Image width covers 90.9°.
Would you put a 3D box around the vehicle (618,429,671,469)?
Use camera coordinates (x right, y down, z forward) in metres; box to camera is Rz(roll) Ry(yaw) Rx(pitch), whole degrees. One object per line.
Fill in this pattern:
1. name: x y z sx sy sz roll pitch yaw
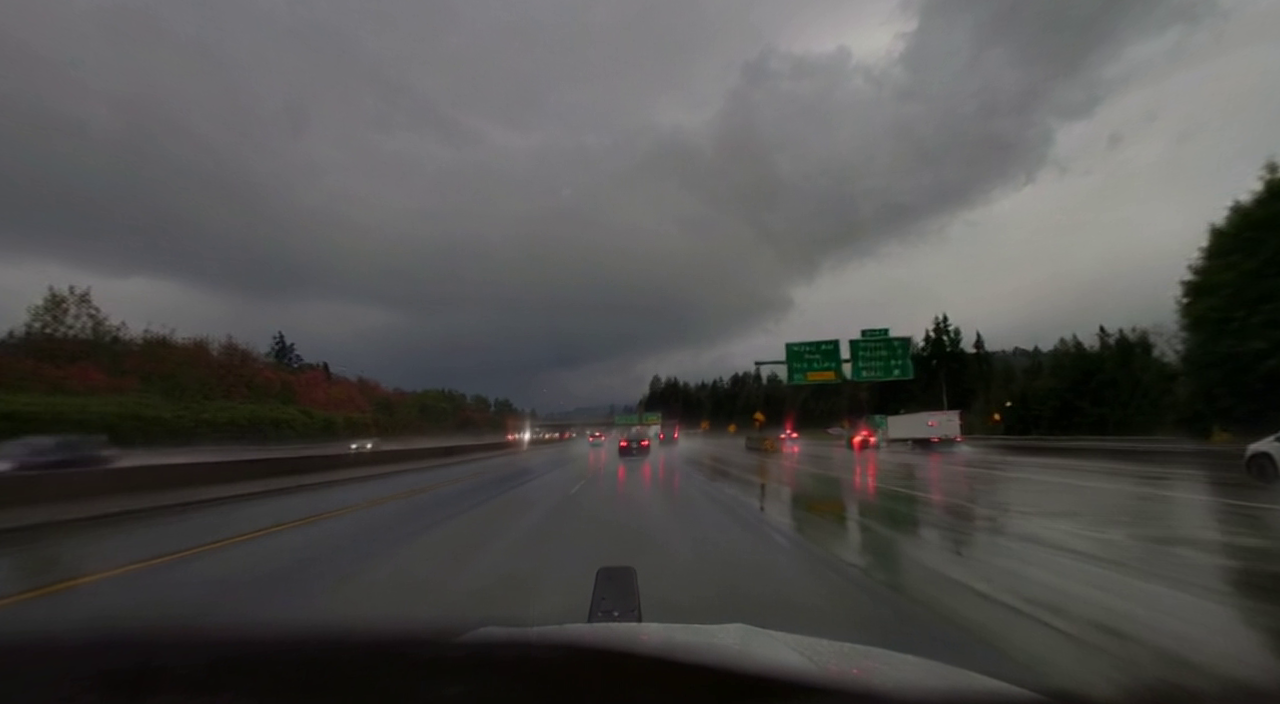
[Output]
1. vehicle: 0.120 4.114 26.856 2.086 1.554 3.875 0 -8 -2

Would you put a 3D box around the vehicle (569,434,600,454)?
1. vehicle: -4.222 7.072 48.489 2.014 1.471 4.380 0 -8 -1
